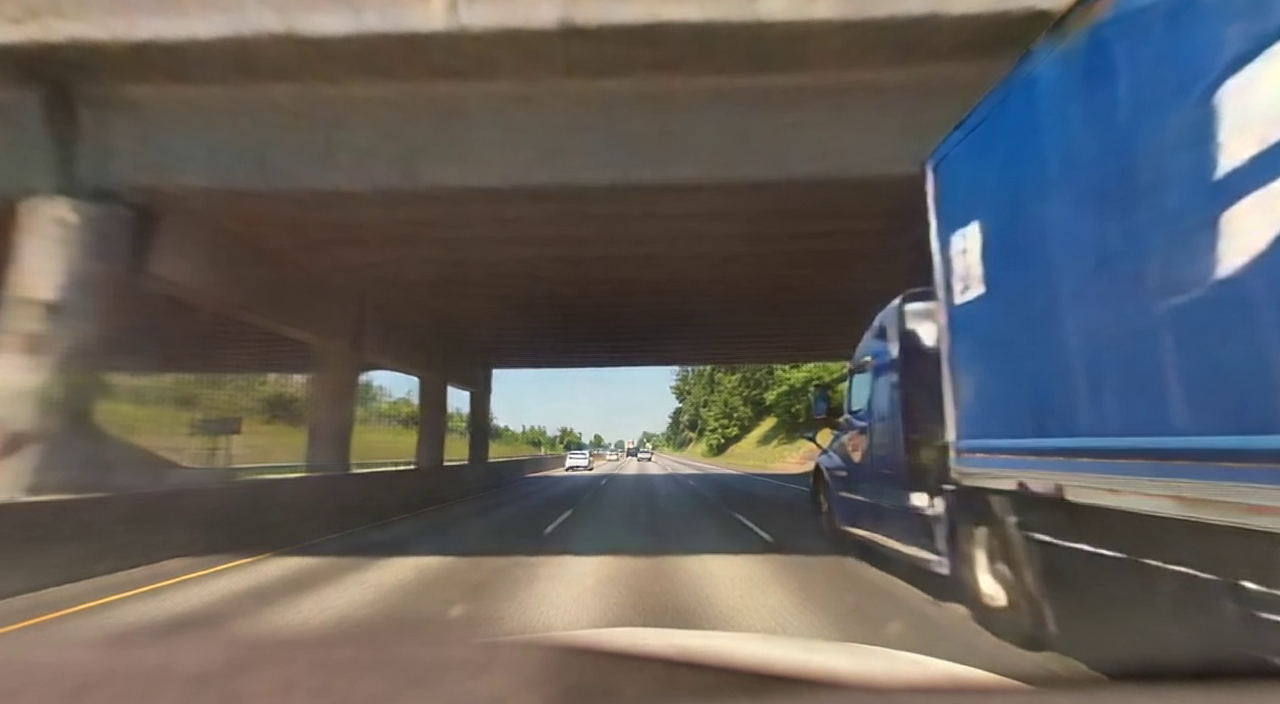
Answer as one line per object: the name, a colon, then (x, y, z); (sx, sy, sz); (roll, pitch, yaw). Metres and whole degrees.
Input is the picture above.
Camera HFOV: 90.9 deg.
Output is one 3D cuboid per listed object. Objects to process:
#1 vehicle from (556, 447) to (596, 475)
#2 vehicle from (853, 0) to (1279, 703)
vehicle: (-3.709, 6.383, 37.039); (1.918, 1.510, 4.006); (0, -9, 0)
vehicle: (4.229, -0.641, 0.563); (3.025, 4.005, 14.010); (0, -9, -1)
